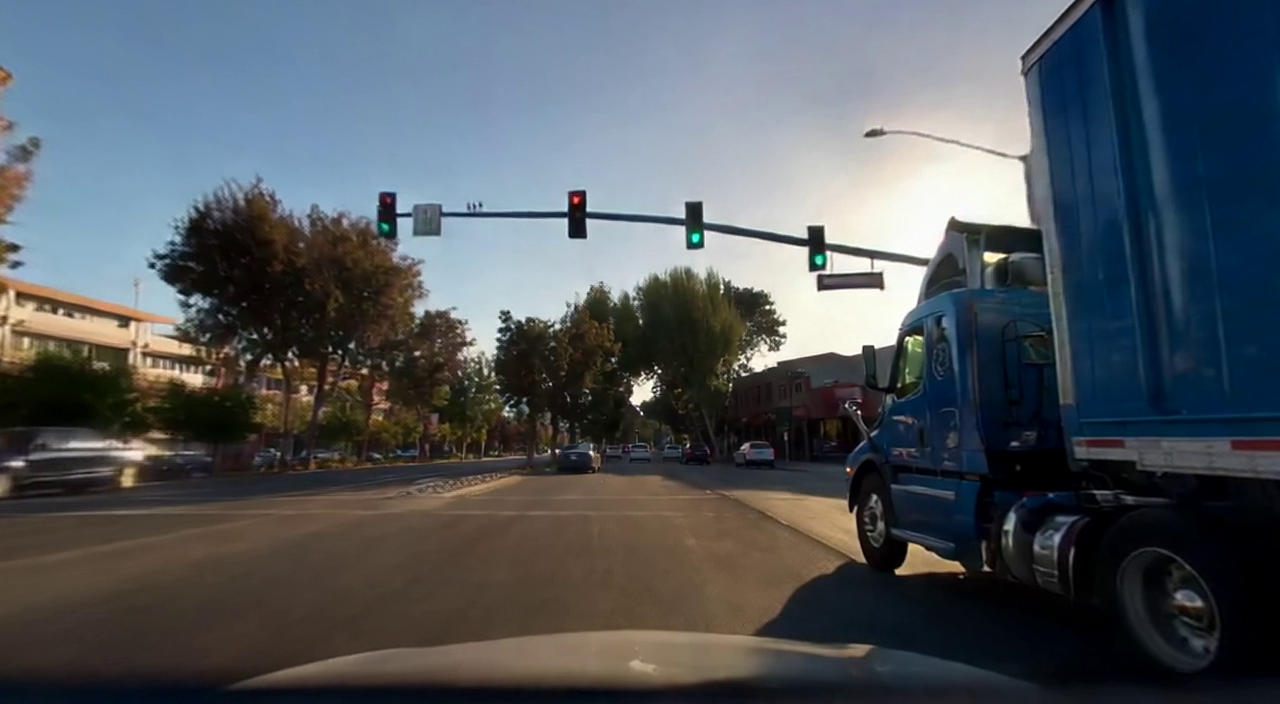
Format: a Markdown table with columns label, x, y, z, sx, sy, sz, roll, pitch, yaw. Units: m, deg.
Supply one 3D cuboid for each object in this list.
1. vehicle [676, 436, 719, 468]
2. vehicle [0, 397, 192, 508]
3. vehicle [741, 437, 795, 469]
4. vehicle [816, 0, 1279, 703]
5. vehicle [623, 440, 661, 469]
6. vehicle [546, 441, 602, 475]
| label | x | y | z | sx | sy | sz | roll | pitch | yaw |
| --- | --- | --- | --- | --- | --- | --- | --- | --- | --- |
| vehicle | 3.553 | 6.284 | 39.739 | 2.196 | 1.908 | 4.412 | 0 | -8 | -1 |
| vehicle | -18.087 | 3.136 | 19.941 | 2.473 | 2.894 | 7.075 | 0 | -8 | 0 |
| vehicle | 7.687 | 6.144 | 38.464 | 2.174 | 1.793 | 5.061 | 0 | -8 | -1 |
| vehicle | 3.865 | -0.042 | 3.924 | 3.006 | 3.679 | 8.506 | 0 | -8 | 0 |
| vehicle | 0.112 | 6.381 | 39.585 | 2.276 | 1.704 | 3.925 | 0 | -8 | 0 |
| vehicle | -3.158 | 5.212 | 31.190 | 2.211 | 1.537 | 4.666 | 0 | -8 | 1 |
